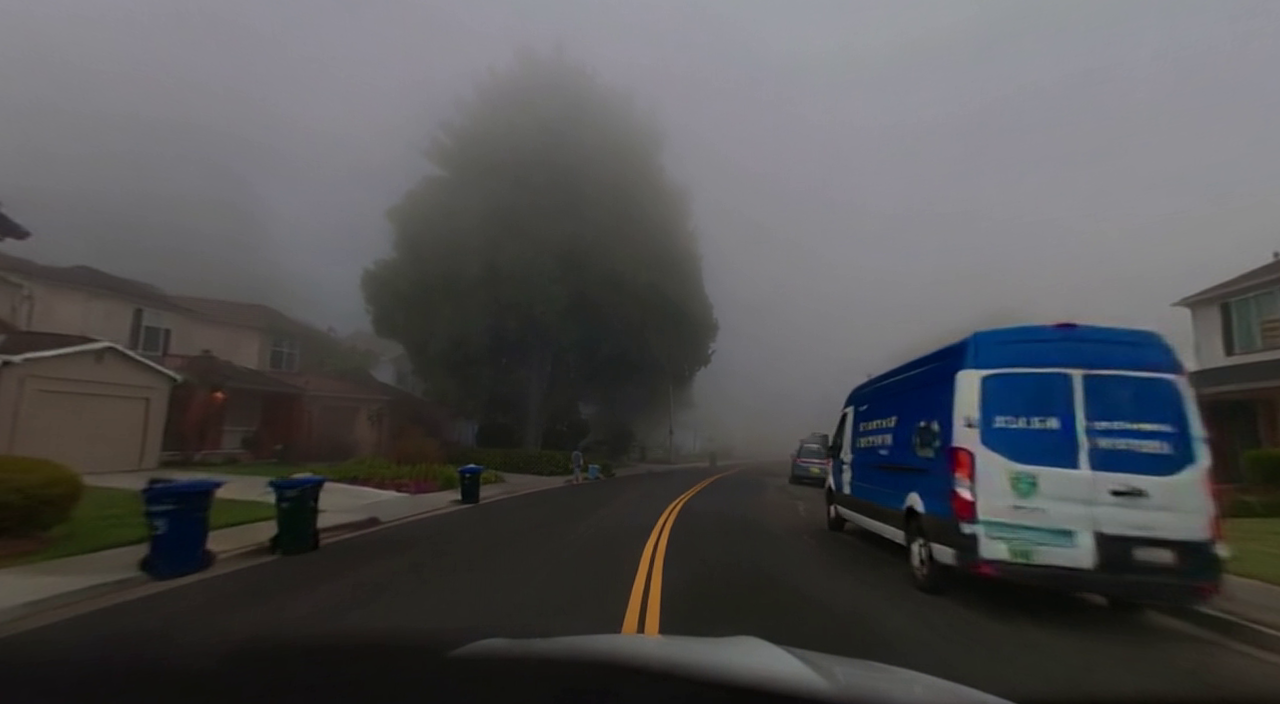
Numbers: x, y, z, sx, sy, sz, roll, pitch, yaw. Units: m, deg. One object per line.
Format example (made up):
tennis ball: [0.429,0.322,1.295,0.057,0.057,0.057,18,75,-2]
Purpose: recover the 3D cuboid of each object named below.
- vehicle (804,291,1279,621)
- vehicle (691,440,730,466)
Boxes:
vehicle: [4.170,1.288,8.407,2.684,2.712,6.197,-1,-9,4]
vehicle: [4.869,7.109,44.659,2.278,1.704,5.321,0,-9,2]
